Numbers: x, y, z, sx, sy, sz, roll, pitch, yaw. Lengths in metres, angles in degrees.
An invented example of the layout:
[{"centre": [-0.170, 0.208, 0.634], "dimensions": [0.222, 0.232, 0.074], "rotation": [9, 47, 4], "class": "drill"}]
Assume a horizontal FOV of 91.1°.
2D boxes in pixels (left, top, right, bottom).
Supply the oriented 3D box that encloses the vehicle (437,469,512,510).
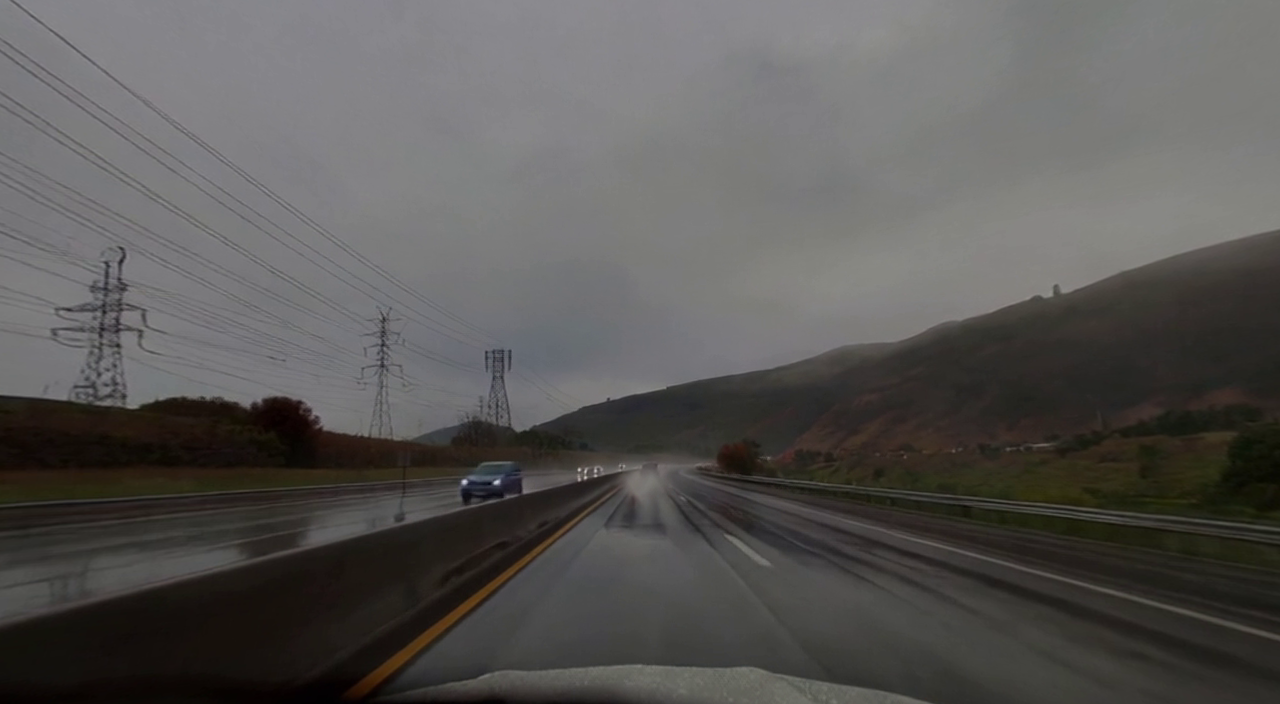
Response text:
[{"centre": [-7.022, 5.877, 27.175], "dimensions": [2.023, 1.583, 4.524], "rotation": [1, -10, 0], "class": "vehicle"}]
